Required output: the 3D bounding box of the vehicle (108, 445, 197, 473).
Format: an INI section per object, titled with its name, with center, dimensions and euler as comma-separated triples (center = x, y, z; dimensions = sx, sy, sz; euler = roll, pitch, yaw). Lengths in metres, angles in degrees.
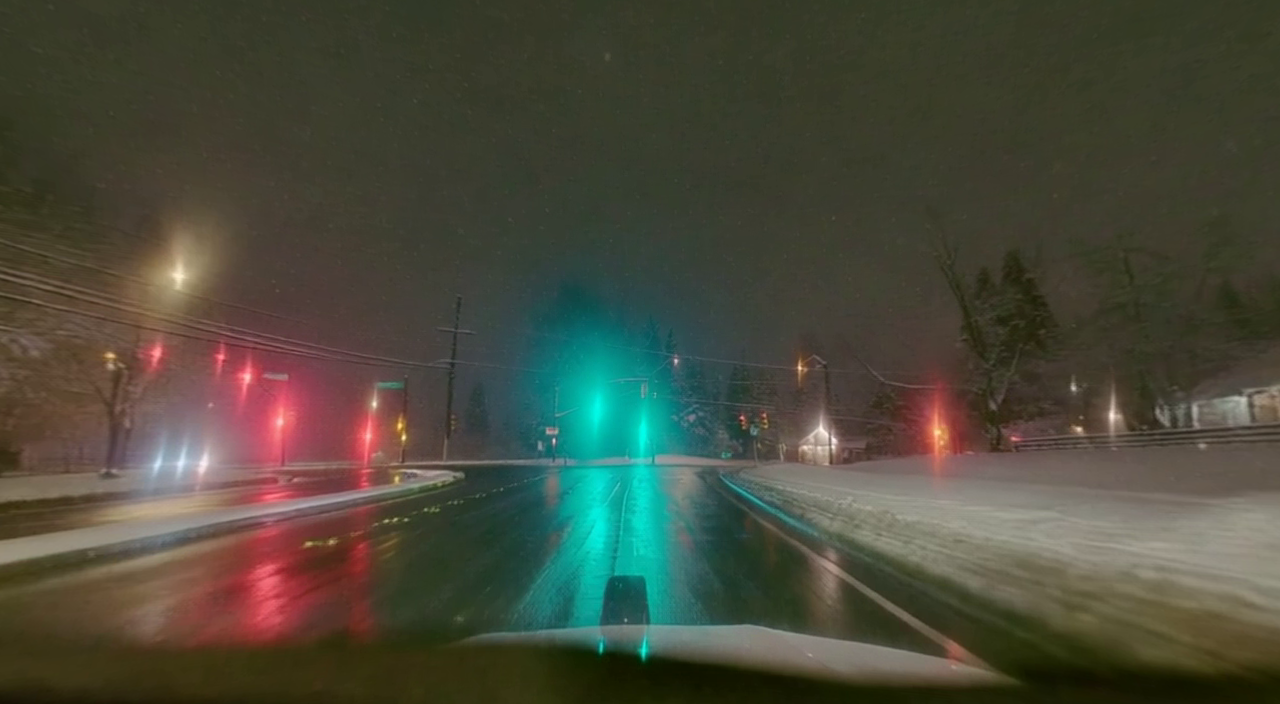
[vehicle]
center = -33.365, 7.321, 43.357
dimensions = 1.913, 1.779, 4.959
euler = -1, -9, 4
